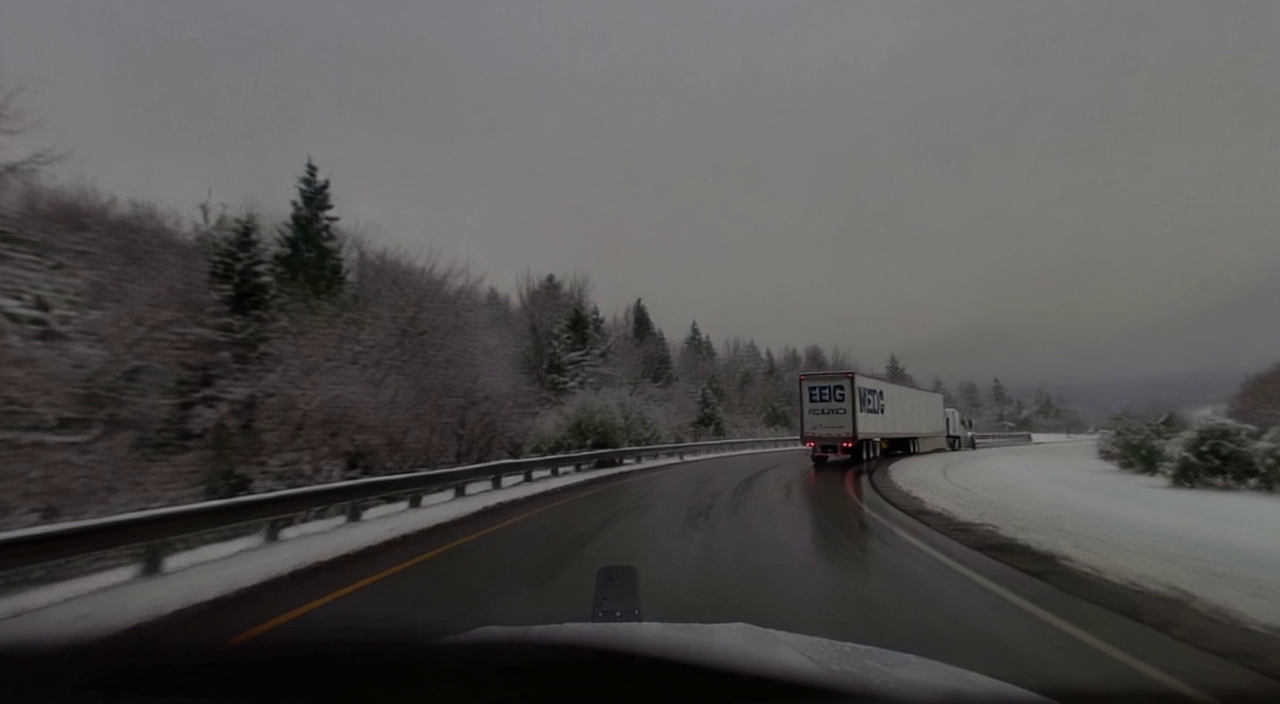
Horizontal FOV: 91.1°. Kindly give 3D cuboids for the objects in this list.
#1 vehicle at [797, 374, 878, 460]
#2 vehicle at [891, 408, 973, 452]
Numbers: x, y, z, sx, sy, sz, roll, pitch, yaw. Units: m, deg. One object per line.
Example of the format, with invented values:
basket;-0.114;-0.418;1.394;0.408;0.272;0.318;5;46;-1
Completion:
vehicle;9.363;3.121;29.714;2.963;3.771;3.137;-4;-9;28
vehicle;18.154;4.841;38.848;6.650;2.524;2.120;7;-10;-43
